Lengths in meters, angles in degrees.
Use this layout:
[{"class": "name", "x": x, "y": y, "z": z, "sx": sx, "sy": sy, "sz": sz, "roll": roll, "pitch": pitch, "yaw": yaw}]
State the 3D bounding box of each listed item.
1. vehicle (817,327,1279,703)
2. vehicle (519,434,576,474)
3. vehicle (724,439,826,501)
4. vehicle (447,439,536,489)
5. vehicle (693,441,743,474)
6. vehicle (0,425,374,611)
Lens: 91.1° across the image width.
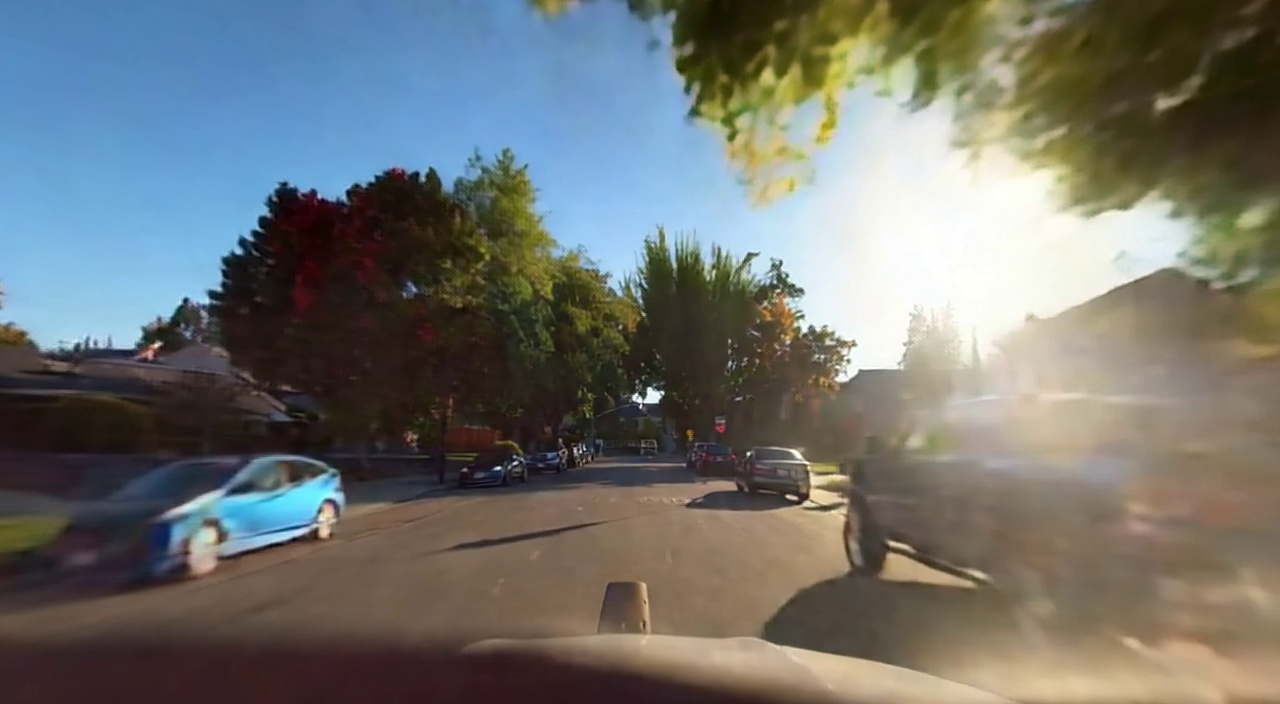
[{"class": "vehicle", "x": 3.311, "y": 1.180, "z": 5.306, "sx": 2.240, "sy": 1.911, "sz": 4.878, "roll": 0, "pitch": -8, "yaw": 1}, {"class": "vehicle", "x": -4.690, "y": 5.243, "z": 32.570, "sx": 2.162, "sy": 1.857, "sz": 4.758, "roll": 2, "pitch": -8, "yaw": 1}, {"class": "vehicle", "x": 3.642, "y": 3.266, "z": 17.841, "sx": 1.871, "sy": 1.514, "sz": 4.553, "roll": 0, "pitch": -8, "yaw": 0}, {"class": "vehicle", "x": -5.185, "y": 3.944, "z": 22.584, "sx": 1.872, "sy": 1.515, "sz": 4.535, "roll": 1, "pitch": -8, "yaw": 2}, {"class": "vehicle", "x": 3.744, "y": 5.149, "z": 30.912, "sx": 1.987, "sy": 1.518, "sz": 4.686, "roll": 0, "pitch": -8, "yaw": 2}, {"class": "vehicle", "x": -5.298, "y": 1.734, "z": 7.708, "sx": 1.895, "sy": 1.530, "sz": 4.496, "roll": 2, "pitch": -8, "yaw": 2}]
